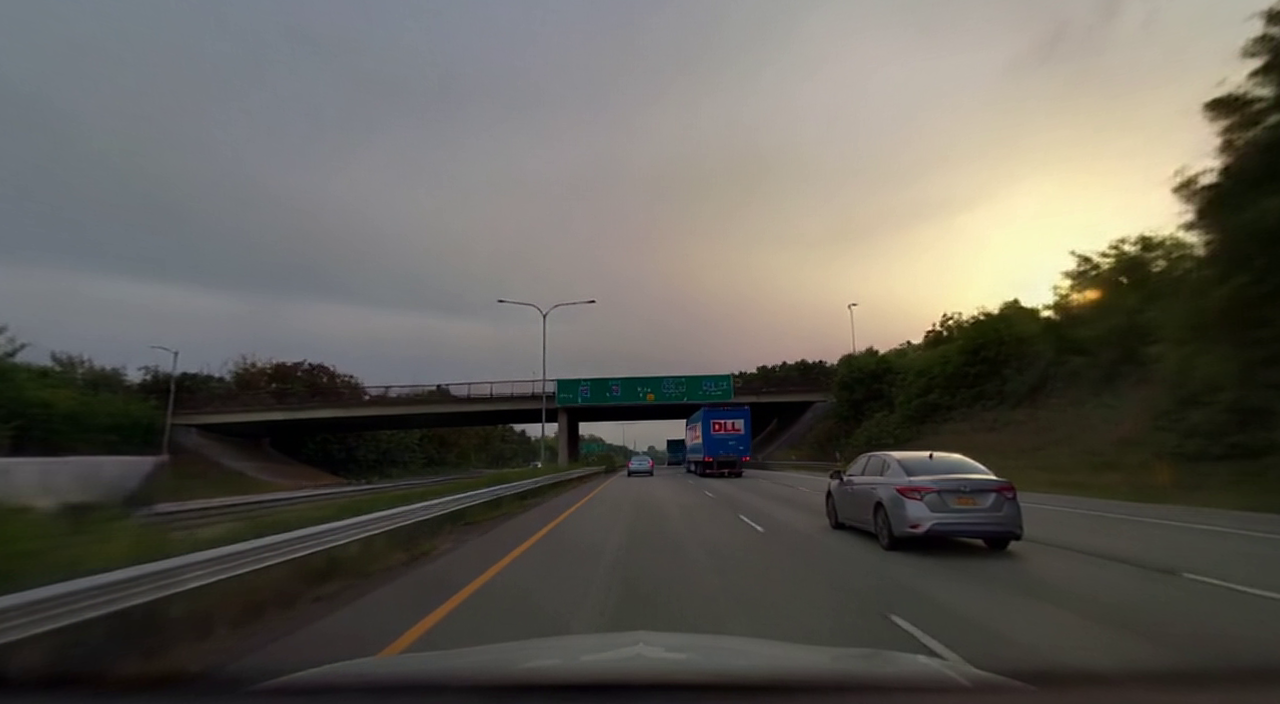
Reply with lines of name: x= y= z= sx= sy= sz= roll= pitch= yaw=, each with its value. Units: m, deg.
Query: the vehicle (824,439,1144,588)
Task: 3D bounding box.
vehicle: x=4.047 y=1.940 z=8.418 sx=1.894 sy=1.452 sz=4.164 roll=0 pitch=-9 yaw=0

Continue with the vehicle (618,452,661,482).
vehicle: x=-0.054 y=5.828 z=32.163 sx=2.055 sy=1.445 sz=3.661 roll=0 pitch=-9 yaw=0

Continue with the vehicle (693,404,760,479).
vehicle: x=5.010 y=5.482 z=38.185 sx=2.838 sy=3.985 sz=8.010 roll=0 pitch=-9 yaw=0
